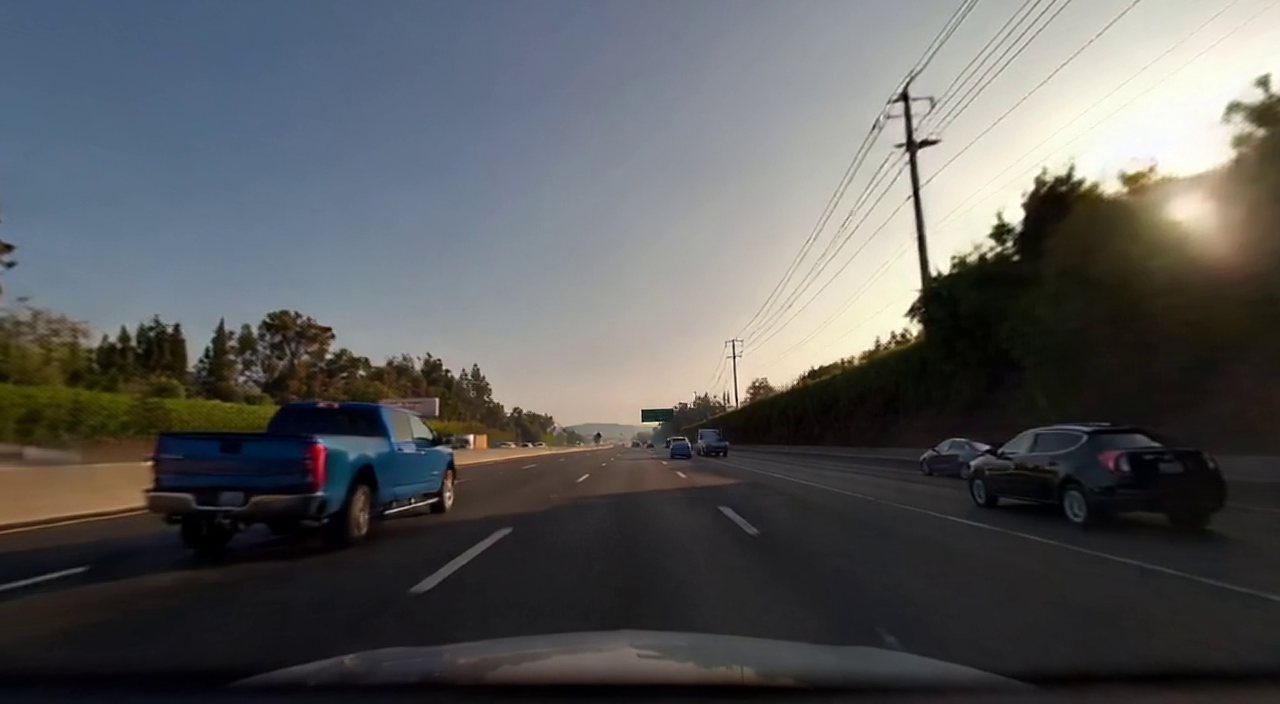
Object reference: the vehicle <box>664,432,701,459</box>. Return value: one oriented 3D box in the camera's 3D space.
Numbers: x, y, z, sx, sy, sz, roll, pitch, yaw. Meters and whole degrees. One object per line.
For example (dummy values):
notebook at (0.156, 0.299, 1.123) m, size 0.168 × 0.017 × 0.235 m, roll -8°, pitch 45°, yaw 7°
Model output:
vehicle at (3.320, 7.424, 49.970) m, size 2.484 × 2.024 × 5.265 m, roll 0°, pitch -8°, yaw -1°

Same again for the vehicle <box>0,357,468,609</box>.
vehicle at (-4.381, 1.500, 8.229) m, size 2.508 × 2.023 × 6.176 m, roll 0°, pitch -8°, yaw 0°

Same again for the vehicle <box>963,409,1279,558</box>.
vehicle at (6.961, 1.794, 9.307) m, size 1.976 × 1.646 × 4.370 m, roll 0°, pitch -8°, yaw -1°
